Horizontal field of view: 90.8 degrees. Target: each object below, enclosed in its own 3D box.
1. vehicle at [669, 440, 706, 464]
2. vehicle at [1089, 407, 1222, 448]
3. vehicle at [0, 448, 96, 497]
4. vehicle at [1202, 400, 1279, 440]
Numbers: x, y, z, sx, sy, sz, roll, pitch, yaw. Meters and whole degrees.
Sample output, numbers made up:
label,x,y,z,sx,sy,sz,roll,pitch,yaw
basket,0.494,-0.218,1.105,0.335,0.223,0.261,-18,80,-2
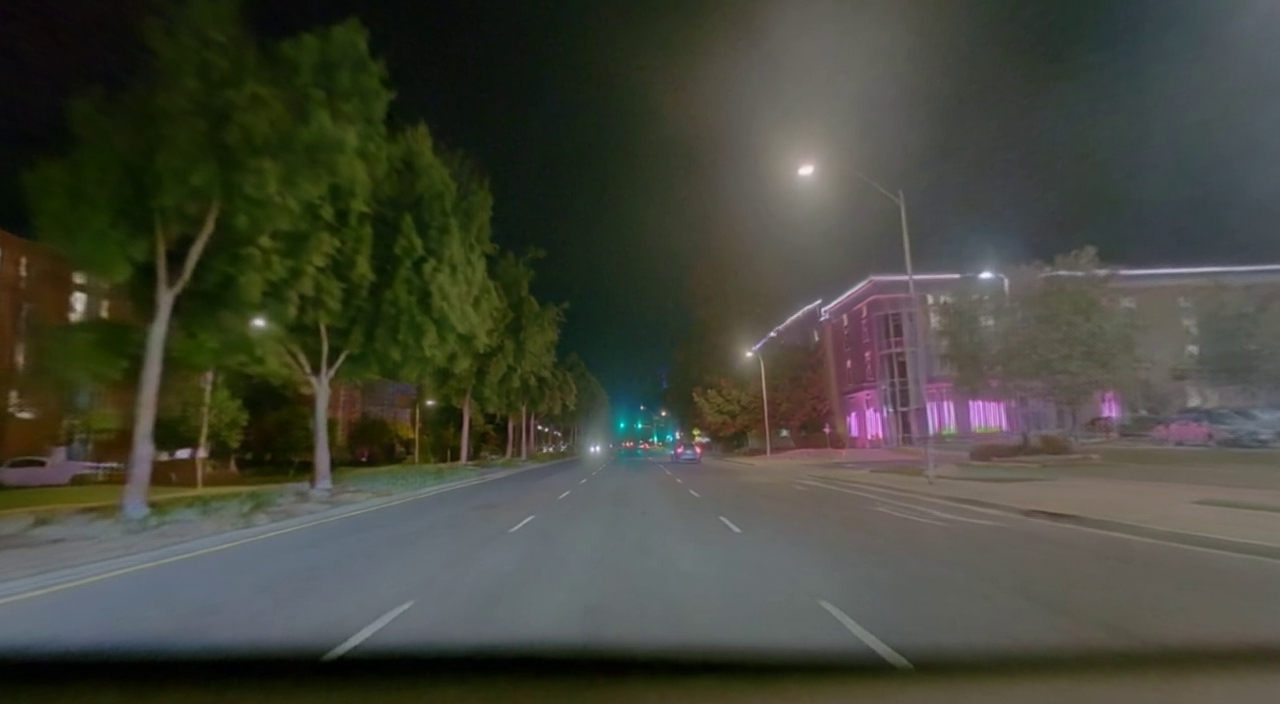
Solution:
label,x,y,z,sx,sy,sz,roll,pitch,yaw
vehicle,3.145,6.746,42.714,2.033,1.482,4.571,0,-8,-2
vehicle,21.783,3.270,26.982,1.911,1.604,4.411,0,-8,-1
vehicle,-35.181,6.862,36.402,2.182,2.543,6.006,0,-8,0
vehicle,27.643,3.001,27.506,2.037,1.633,4.447,0,-8,-3
